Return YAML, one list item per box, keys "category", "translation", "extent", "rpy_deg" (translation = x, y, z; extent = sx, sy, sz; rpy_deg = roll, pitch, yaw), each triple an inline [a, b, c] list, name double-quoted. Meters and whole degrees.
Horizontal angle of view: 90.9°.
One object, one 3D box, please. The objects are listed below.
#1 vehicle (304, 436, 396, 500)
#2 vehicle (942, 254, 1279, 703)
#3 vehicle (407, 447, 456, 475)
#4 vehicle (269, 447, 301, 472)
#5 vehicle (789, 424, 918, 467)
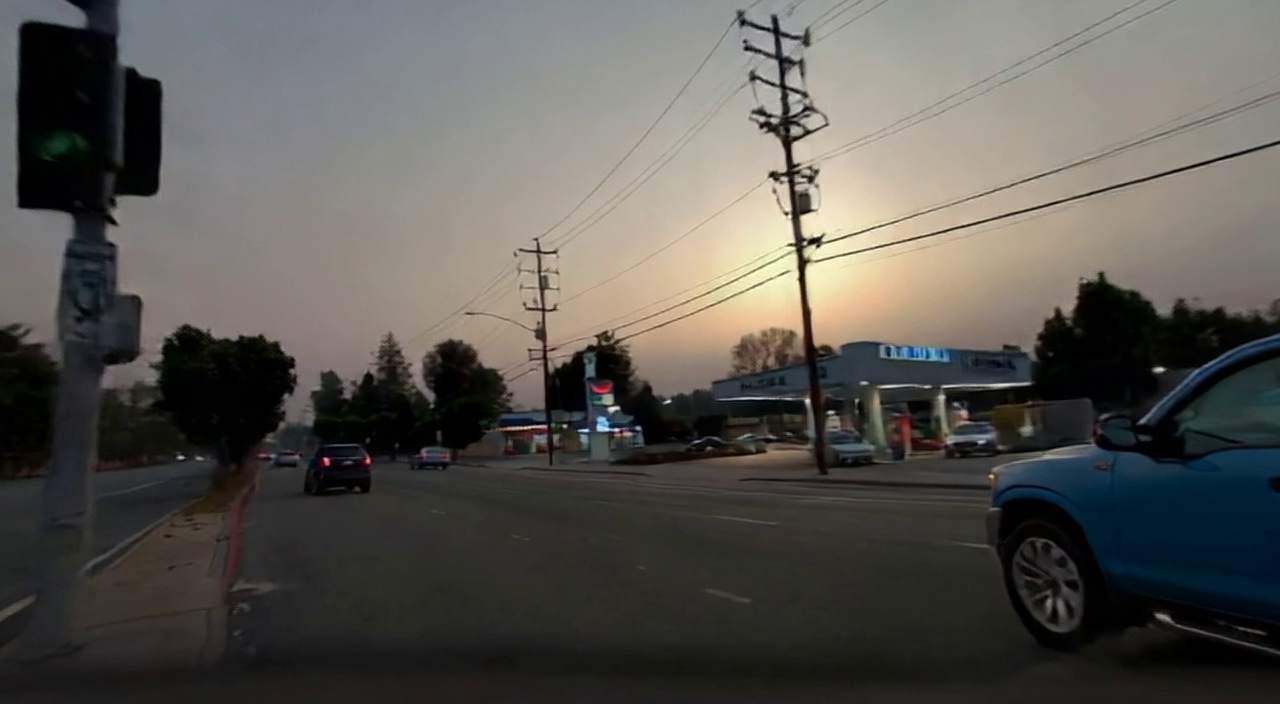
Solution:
- category: "vehicle"
  translation: [-9.926, 3.814, 21.338]
  extent: [2.141, 1.842, 4.889]
  rpy_deg: [4, -9, -32]
- category: "vehicle"
  translation: [3.257, 0.490, 1.558]
  extent: [2.036, 1.818, 5.192]
  rpy_deg: [0, -8, -6]
- category: "vehicle"
  translation: [-12.193, 6.275, 36.699]
  extent: [1.760, 1.481, 4.161]
  rpy_deg: [4, -9, -31]
- category: "vehicle"
  translation: [-26.491, 7.983, 46.946]
  extent: [1.921, 1.725, 4.498]
  rpy_deg: [4, -9, -30]
- category: "vehicle"
  translation: [8.644, 3.752, 25.574]
  extent: [4.661, 1.480, 1.913]
  rpy_deg: [0, -8, -19]
